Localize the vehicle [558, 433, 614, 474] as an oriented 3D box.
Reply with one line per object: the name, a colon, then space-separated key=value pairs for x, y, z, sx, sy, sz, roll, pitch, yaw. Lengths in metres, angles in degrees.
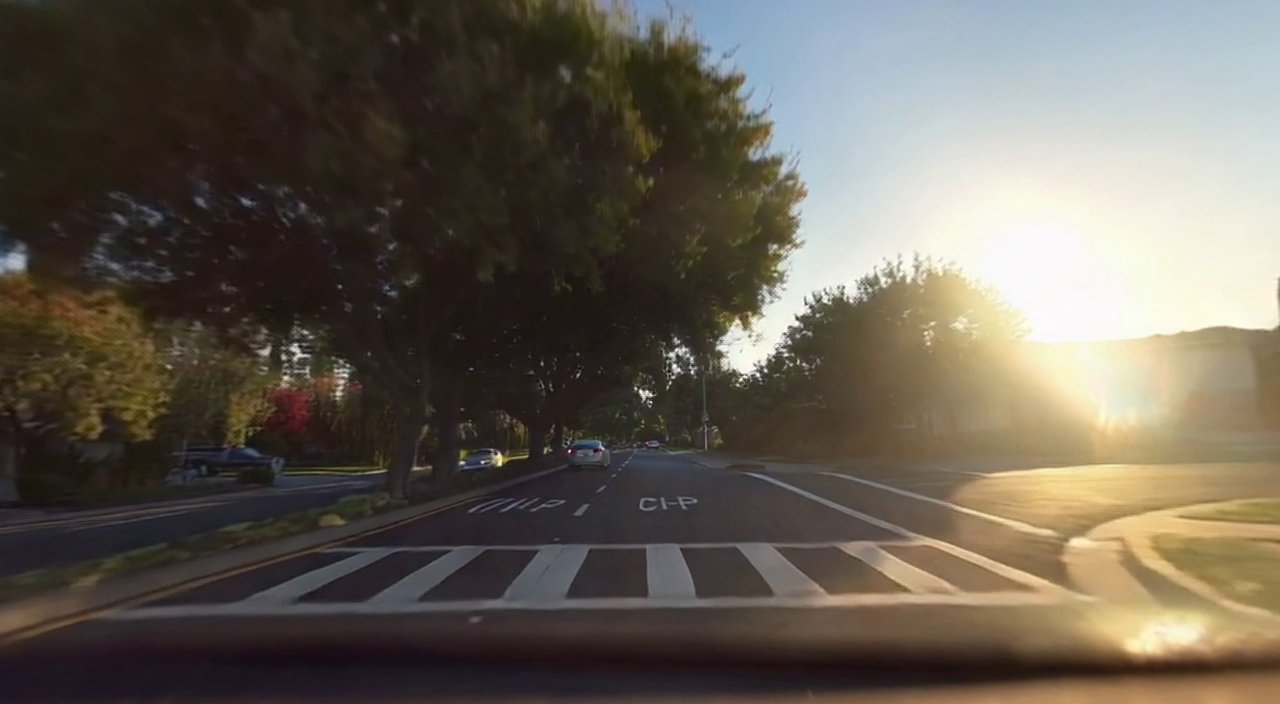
vehicle: x=-2.460 y=4.800 z=30.019 sx=2.190 sy=1.766 sz=4.394 roll=0 pitch=-8 yaw=1

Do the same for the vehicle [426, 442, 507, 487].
vehicle: x=-6.380 y=4.167 z=23.647 sx=1.972 sy=1.514 sz=4.241 roll=1 pitch=-8 yaw=-2
